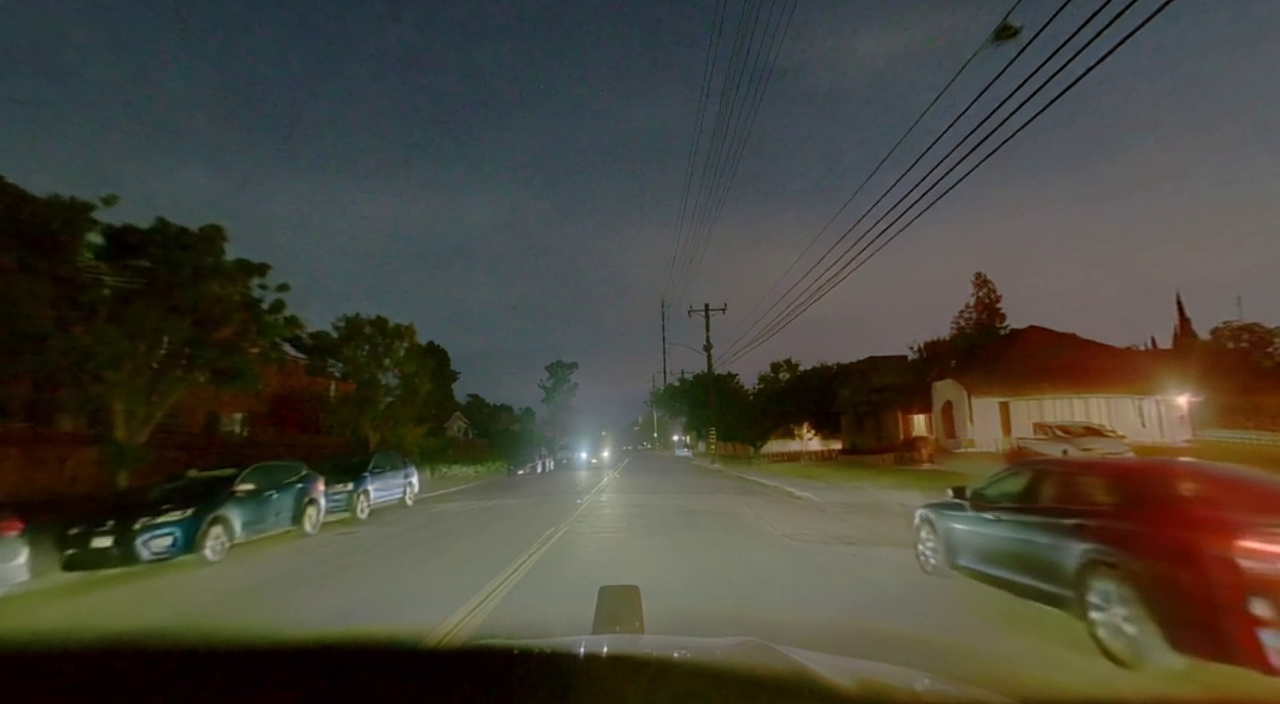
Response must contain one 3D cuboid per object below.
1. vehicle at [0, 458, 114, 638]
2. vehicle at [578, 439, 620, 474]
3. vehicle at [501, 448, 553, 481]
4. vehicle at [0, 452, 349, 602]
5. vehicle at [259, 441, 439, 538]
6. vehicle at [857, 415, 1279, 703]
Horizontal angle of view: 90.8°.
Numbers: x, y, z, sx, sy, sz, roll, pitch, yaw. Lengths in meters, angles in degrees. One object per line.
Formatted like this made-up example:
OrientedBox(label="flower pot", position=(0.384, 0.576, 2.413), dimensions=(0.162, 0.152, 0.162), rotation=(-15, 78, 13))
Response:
OrientedBox(label="vehicle", position=(-6.160, 1.516, 4.127), dimensions=(1.813, 1.447, 4.437), rotation=(-3, -9, -3))
OrientedBox(label="vehicle", position=(-2.569, 6.622, 40.310), dimensions=(2.154, 2.051, 4.571), rotation=(-2, -9, 3))
OrientedBox(label="vehicle", position=(-6.212, 6.213, 35.215), dimensions=(2.055, 1.666, 4.168), rotation=(-2, -9, 1))
OrientedBox(label="vehicle", position=(-6.410, 2.341, 9.525), dimensions=(1.995, 1.469, 4.931), rotation=(-4, -8, -4))
OrientedBox(label="vehicle", position=(-6.498, 3.058, 14.801), dimensions=(1.985, 1.712, 4.703), rotation=(-5, -9, 0))
OrientedBox(label="vehicle", position=(3.772, 1.416, 5.387), dimensions=(2.108, 1.493, 4.878), rotation=(0, -9, 0))
